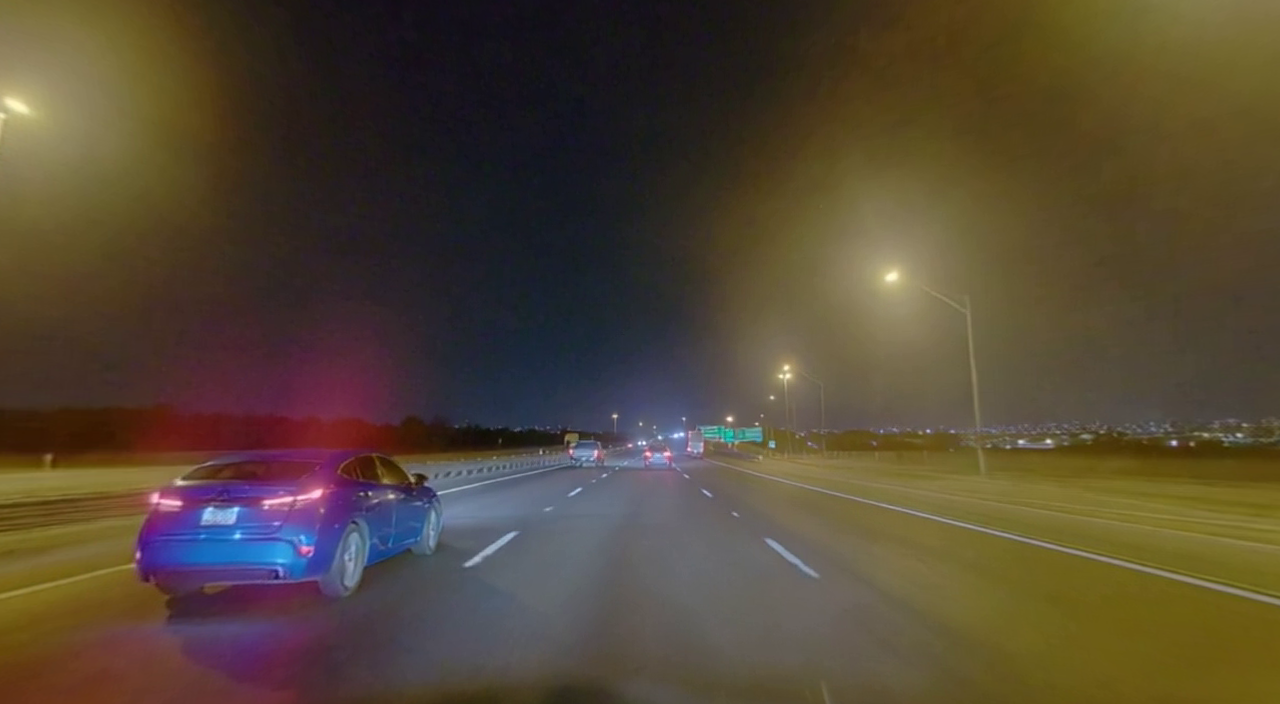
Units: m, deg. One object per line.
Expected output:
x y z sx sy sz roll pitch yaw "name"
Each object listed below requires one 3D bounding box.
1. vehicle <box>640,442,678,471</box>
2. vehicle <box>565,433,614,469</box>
1.083 5.963 36.195 2.086 1.548 4.325 0 -9 1 "vehicle"
-2.832 5.746 36.591 2.264 1.901 4.647 0 -9 3 "vehicle"
